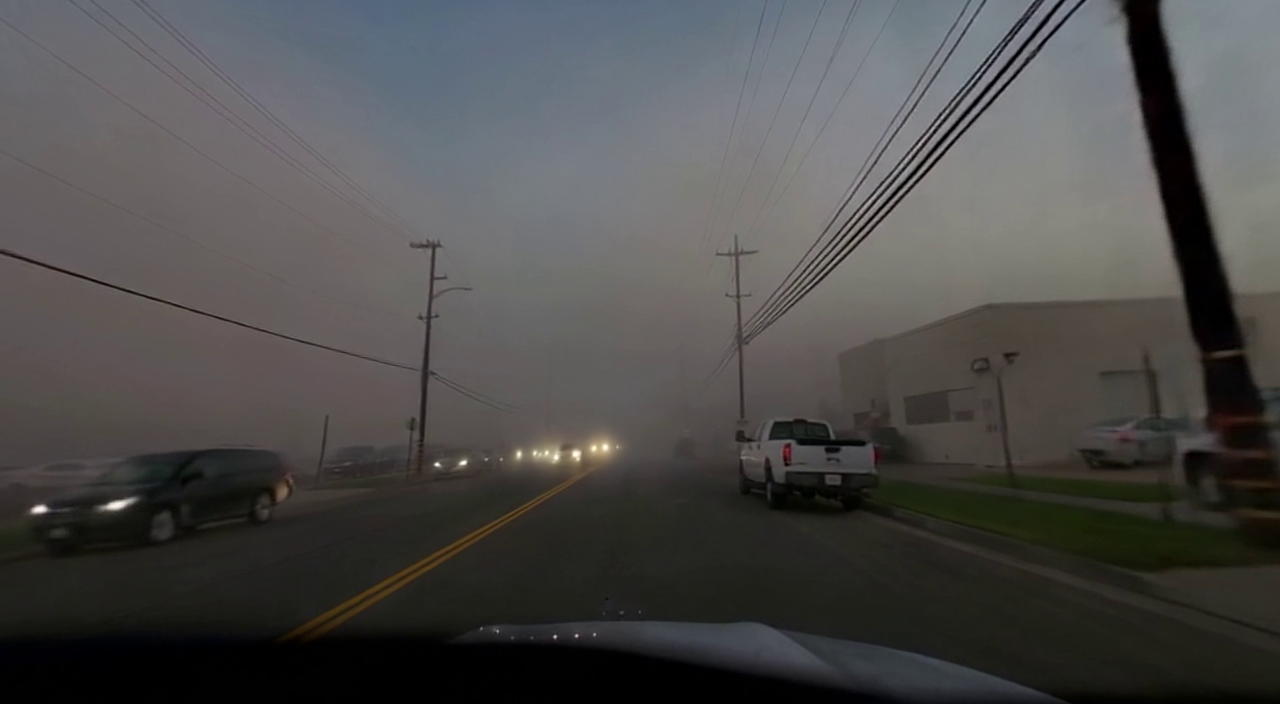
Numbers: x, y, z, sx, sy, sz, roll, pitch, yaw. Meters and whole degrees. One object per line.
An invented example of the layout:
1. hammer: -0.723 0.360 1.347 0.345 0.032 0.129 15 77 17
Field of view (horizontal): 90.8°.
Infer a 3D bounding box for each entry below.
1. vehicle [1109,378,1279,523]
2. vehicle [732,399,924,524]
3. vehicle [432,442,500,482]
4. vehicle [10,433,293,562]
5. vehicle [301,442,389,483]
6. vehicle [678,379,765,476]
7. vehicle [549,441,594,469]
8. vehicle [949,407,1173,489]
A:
1. vehicle: 9.275 1.320 8.699 1.985 1.858 4.831 -2 -8 2
2. vehicle: 3.522 2.272 13.490 2.249 2.026 6.211 0 -9 1
3. vehicle: -8.337 5.285 30.667 1.954 1.622 4.761 -5 -9 -1
4. vehicle: -8.384 2.479 11.495 1.921 1.750 4.208 -4 -9 -2
5. vehicle: -14.550 5.461 31.490 2.001 1.838 4.855 0 -9 0
6. vehicle: 3.459 3.599 29.106 2.874 3.757 8.612 0 -9 0
7. vehicle: -4.013 6.126 37.648 2.020 1.528 4.258 -2 -9 2
8. vehicle: 9.104 2.164 14.239 1.851 1.541 4.336 0 -9 -3
